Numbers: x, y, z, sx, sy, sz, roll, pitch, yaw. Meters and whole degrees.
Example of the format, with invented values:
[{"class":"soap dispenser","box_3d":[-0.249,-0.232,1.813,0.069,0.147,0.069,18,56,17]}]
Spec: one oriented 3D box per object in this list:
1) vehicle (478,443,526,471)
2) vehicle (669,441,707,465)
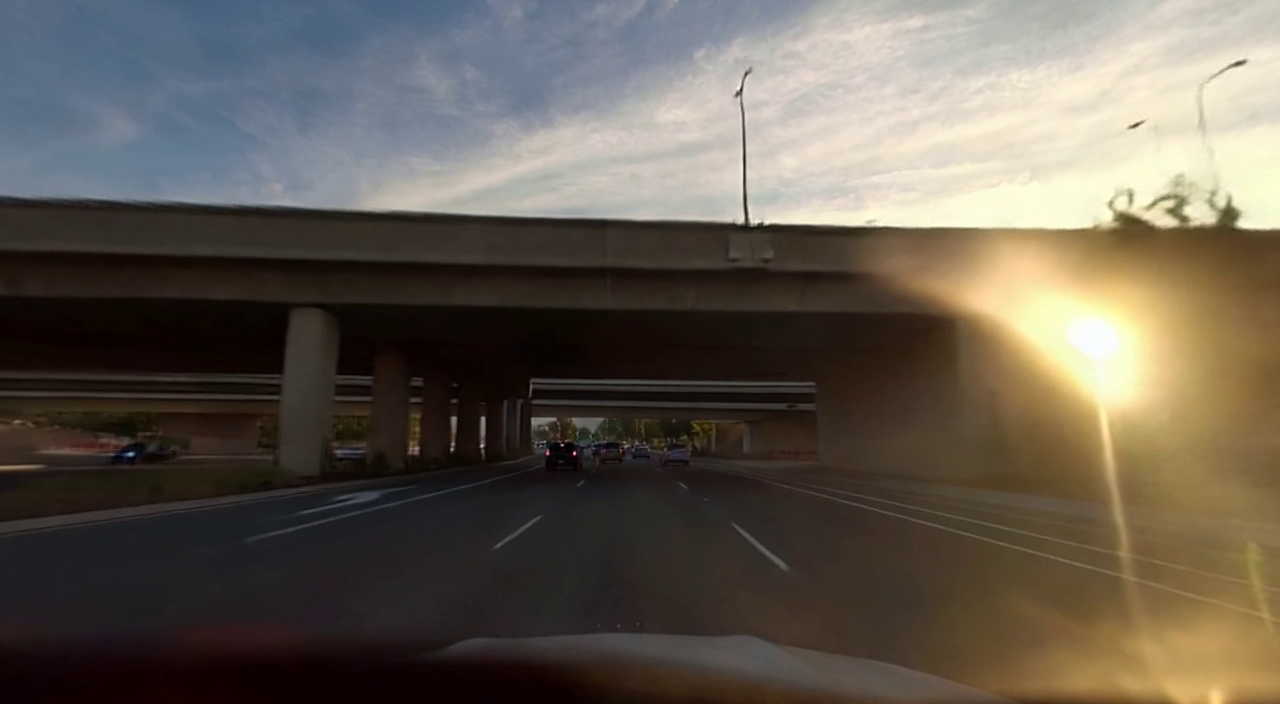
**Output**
[{"class":"vehicle","box_3d":[-8.078,6.188,37.453,2.007,1.519,4.366,0,-8,-2]},{"class":"vehicle","box_3d":[3.510,7.509,47.044,2.377,1.678,4.353,0,-8,-2]}]
